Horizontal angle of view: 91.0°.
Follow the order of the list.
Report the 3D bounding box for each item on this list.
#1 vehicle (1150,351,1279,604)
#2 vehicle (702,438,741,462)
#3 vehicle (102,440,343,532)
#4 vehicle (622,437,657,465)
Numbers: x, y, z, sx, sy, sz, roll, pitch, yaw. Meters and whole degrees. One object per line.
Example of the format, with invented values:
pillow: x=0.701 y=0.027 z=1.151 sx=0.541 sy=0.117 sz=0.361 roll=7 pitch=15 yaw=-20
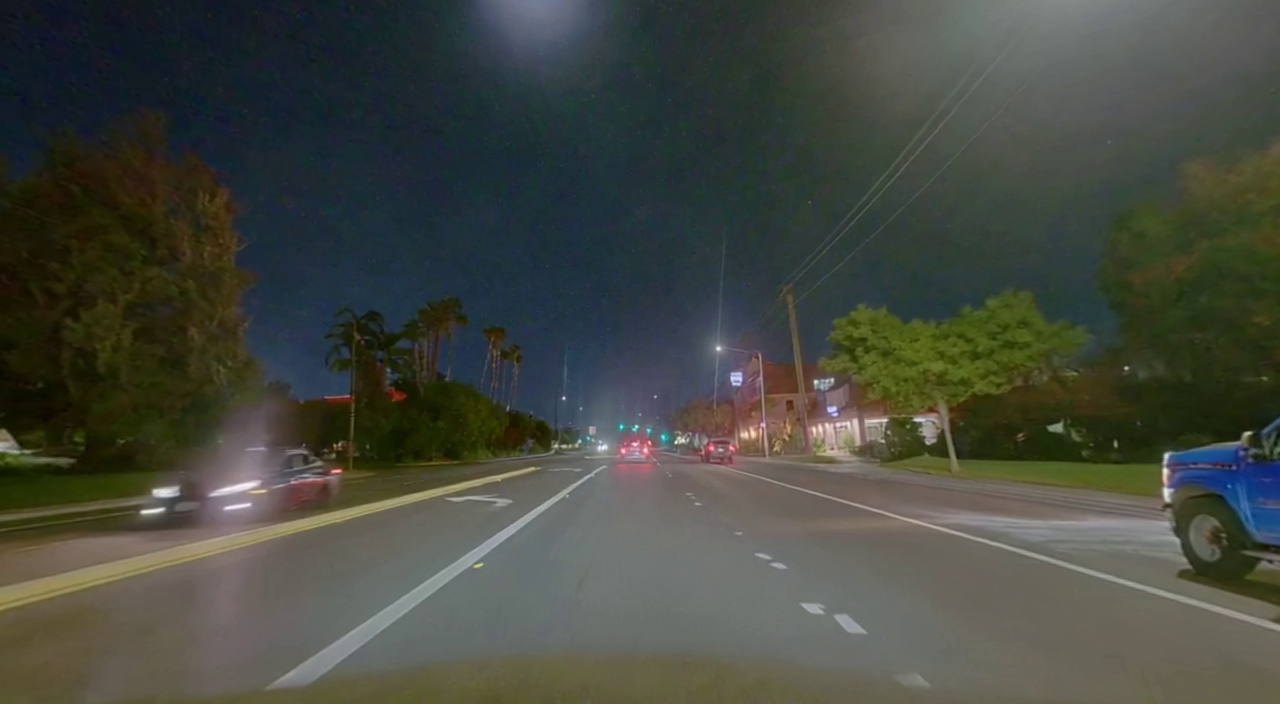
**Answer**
vehicle: x=5.987 y=0.775 z=3.643 sx=2.355 sy=1.889 sz=4.392 roll=0 pitch=-9 yaw=1
vehicle: x=6.078 y=7.371 z=47.453 sx=2.252 sy=1.718 sz=4.617 roll=0 pitch=-9 yaw=0
vehicle: x=-8.058 y=2.588 z=12.773 sx=1.949 sy=1.527 sz=4.243 roll=0 pitch=-9 yaw=0
vehicle: x=-0.031 y=6.424 z=40.898 sx=2.138 sy=1.702 sz=4.168 roll=0 pitch=-9 yaw=0
